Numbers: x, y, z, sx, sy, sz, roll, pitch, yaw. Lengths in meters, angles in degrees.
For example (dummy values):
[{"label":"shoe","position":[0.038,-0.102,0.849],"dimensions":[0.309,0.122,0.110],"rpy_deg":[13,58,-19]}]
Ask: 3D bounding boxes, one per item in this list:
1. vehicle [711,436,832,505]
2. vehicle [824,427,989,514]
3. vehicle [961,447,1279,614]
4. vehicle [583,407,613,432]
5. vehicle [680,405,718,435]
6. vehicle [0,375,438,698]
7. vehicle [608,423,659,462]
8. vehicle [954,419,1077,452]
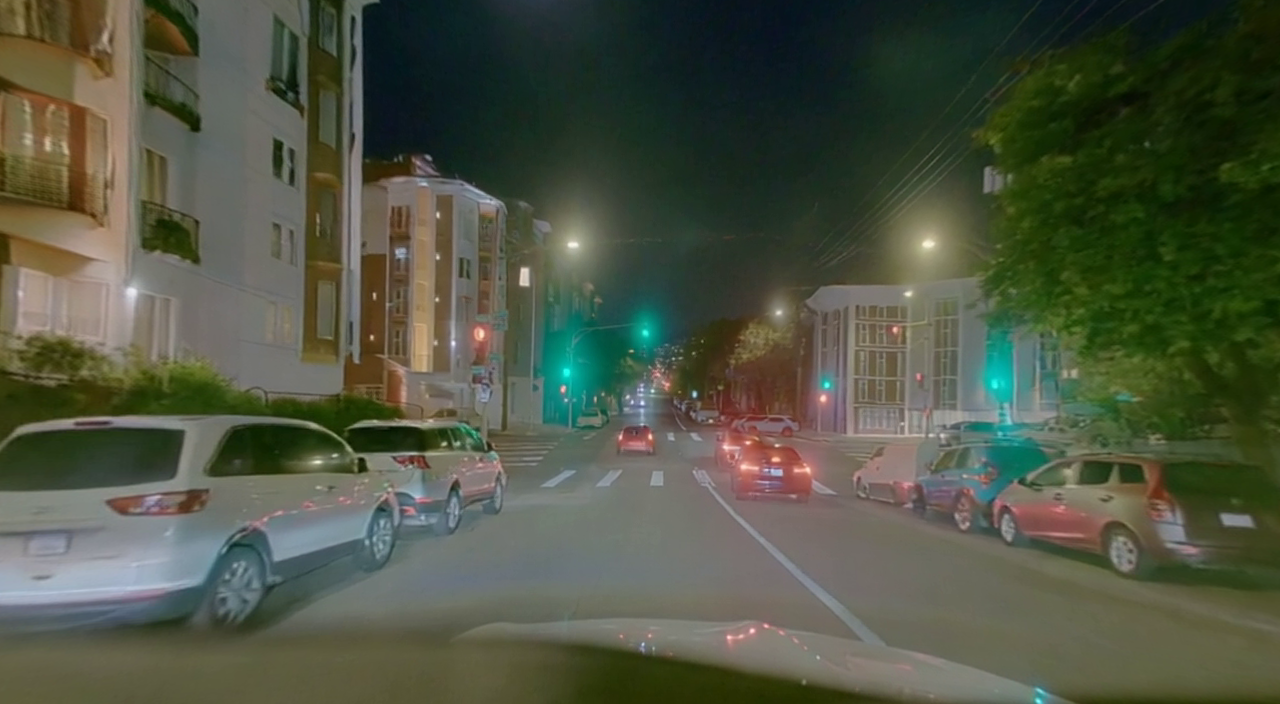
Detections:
[{"label":"vehicle","position":[3.112,2.920,15.987],"dimensions":[2.055,1.450,4.676],"rpy_deg":[0,-9,0]},{"label":"vehicle","position":[6.106,2.769,15.153],"dimensions":[1.999,1.752,4.502],"rpy_deg":[0,-9,1]},{"label":"vehicle","position":[6.127,1.912,7.806],"dimensions":[1.962,1.438,4.440],"rpy_deg":[0,-9,0]},{"label":"vehicle","position":[-2.859,4.697,43.578],"dimensions":[1.878,1.521,3.697],"rpy_deg":[0,-9,-1]},{"label":"vehicle","position":[3.729,4.414,40.454],"dimensions":[2.093,1.655,4.327],"rpy_deg":[0,-9,1]},{"label":"vehicle","position":[-3.482,1.312,5.616],"dimensions":[1.922,1.704,4.398],"rpy_deg":[0,-9,0]},{"label":"vehicle","position":[-0.218,3.651,25.770],"dimensions":[1.923,1.460,3.923],"rpy_deg":[0,-7,1]},{"label":"vehicle","position":[18.418,4.151,31.117],"dimensions":[4.738,1.537,1.960],"rpy_deg":[-1,-9,2]}]
